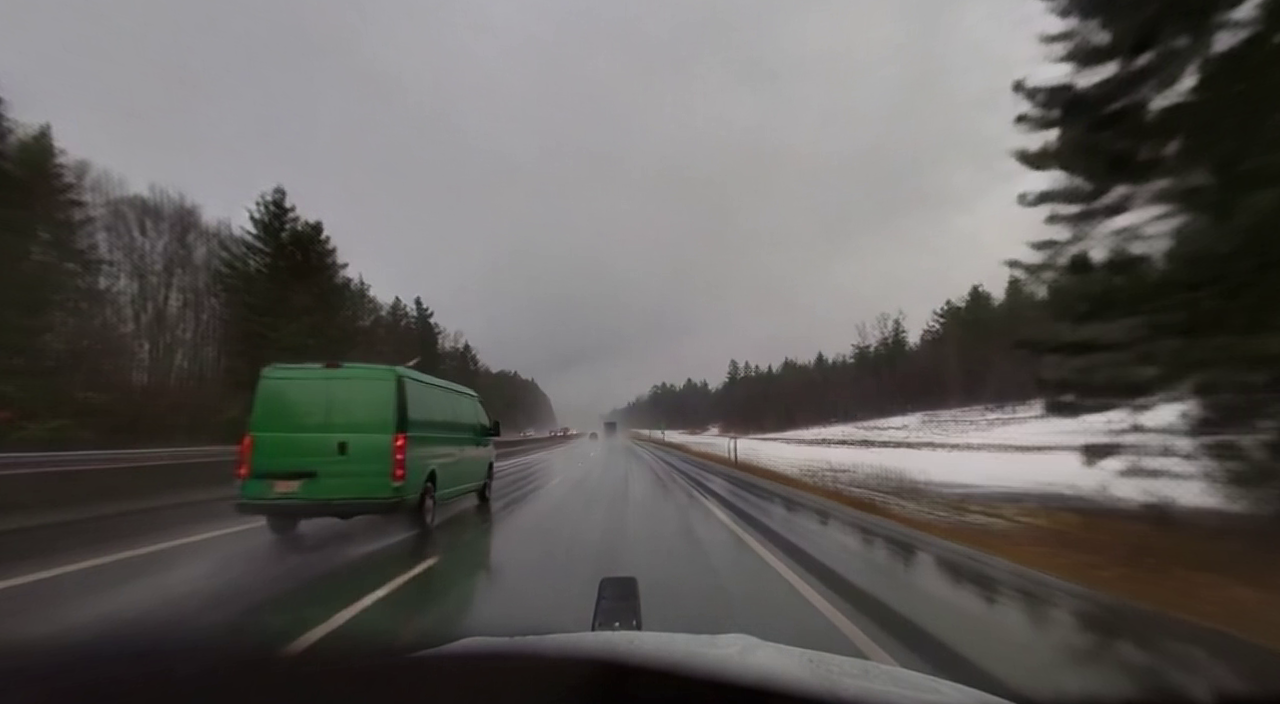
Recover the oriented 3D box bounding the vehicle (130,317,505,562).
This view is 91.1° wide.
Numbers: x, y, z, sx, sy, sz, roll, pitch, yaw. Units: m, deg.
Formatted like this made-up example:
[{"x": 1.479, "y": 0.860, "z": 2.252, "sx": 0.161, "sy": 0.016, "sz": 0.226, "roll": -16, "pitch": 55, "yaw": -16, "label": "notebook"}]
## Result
[{"x": -3.864, "y": 1.236, "z": 9.205, "sx": 2.561, "sy": 2.509, "sz": 5.465, "roll": 0, "pitch": -8, "yaw": 0, "label": "vehicle"}]
